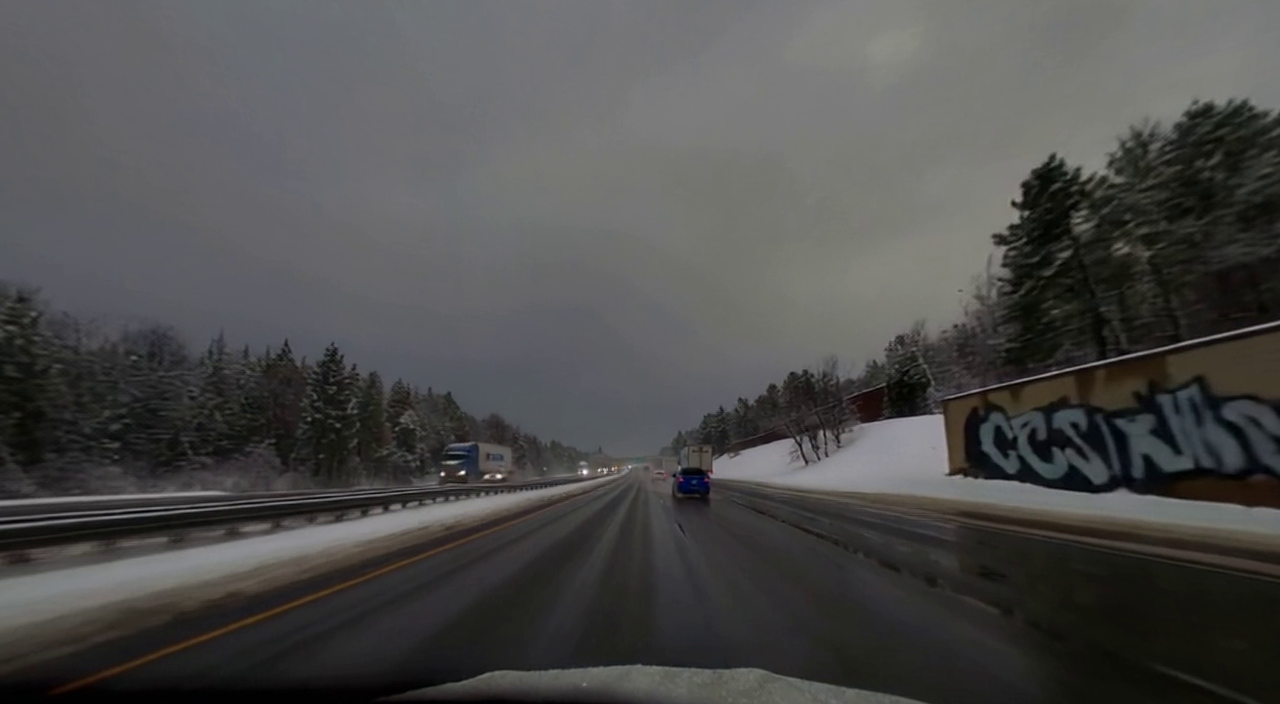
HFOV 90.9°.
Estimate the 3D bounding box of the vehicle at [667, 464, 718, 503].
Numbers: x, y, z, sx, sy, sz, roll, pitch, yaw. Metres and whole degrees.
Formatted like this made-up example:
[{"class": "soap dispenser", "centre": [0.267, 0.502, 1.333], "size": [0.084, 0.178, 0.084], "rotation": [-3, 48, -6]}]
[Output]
[{"class": "vehicle", "centre": [2.302, 5.865, 28.373], "size": [2.011, 1.574, 3.512], "rotation": [2, -10, 1]}]
